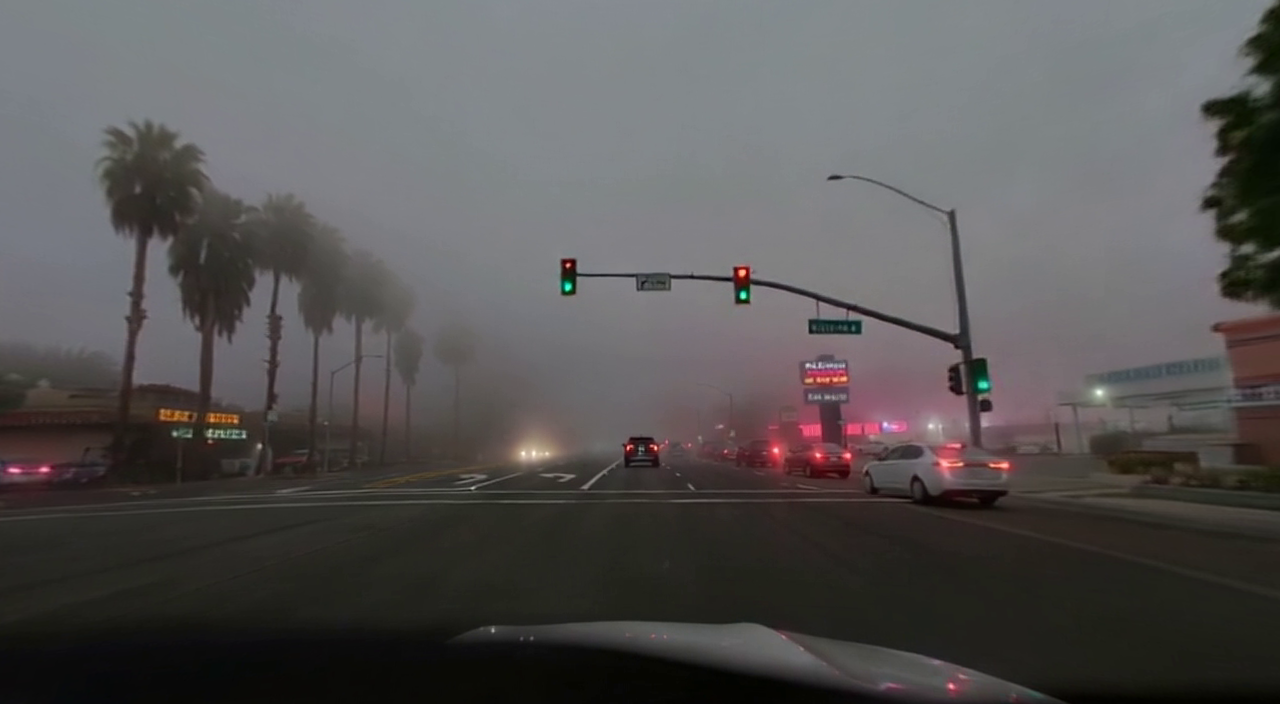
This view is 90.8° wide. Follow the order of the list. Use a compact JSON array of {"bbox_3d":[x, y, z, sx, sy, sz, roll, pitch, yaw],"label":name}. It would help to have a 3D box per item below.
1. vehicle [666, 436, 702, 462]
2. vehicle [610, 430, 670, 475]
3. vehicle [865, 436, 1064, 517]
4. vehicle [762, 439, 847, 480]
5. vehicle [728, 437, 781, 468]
[{"bbox_3d":[3.146,7.122,46.190,2.187,1.777,4.444,0,-9,-2],"label":"vehicle"},{"bbox_3d":[-0.037,4.495,28.284,2.428,1.816,4.959,0,-9,-1],"label":"vehicle"},{"bbox_3d":[6.758,2.628,13.849,1.902,1.461,4.428,0,-9,-2],"label":"vehicle"},{"bbox_3d":[6.622,4.394,26.038,2.038,1.476,5.032,0,-9,-1],"label":"vehicle"},{"bbox_3d":[6.642,5.906,37.191,2.100,1.675,4.536,0,-9,-2],"label":"vehicle"}]
